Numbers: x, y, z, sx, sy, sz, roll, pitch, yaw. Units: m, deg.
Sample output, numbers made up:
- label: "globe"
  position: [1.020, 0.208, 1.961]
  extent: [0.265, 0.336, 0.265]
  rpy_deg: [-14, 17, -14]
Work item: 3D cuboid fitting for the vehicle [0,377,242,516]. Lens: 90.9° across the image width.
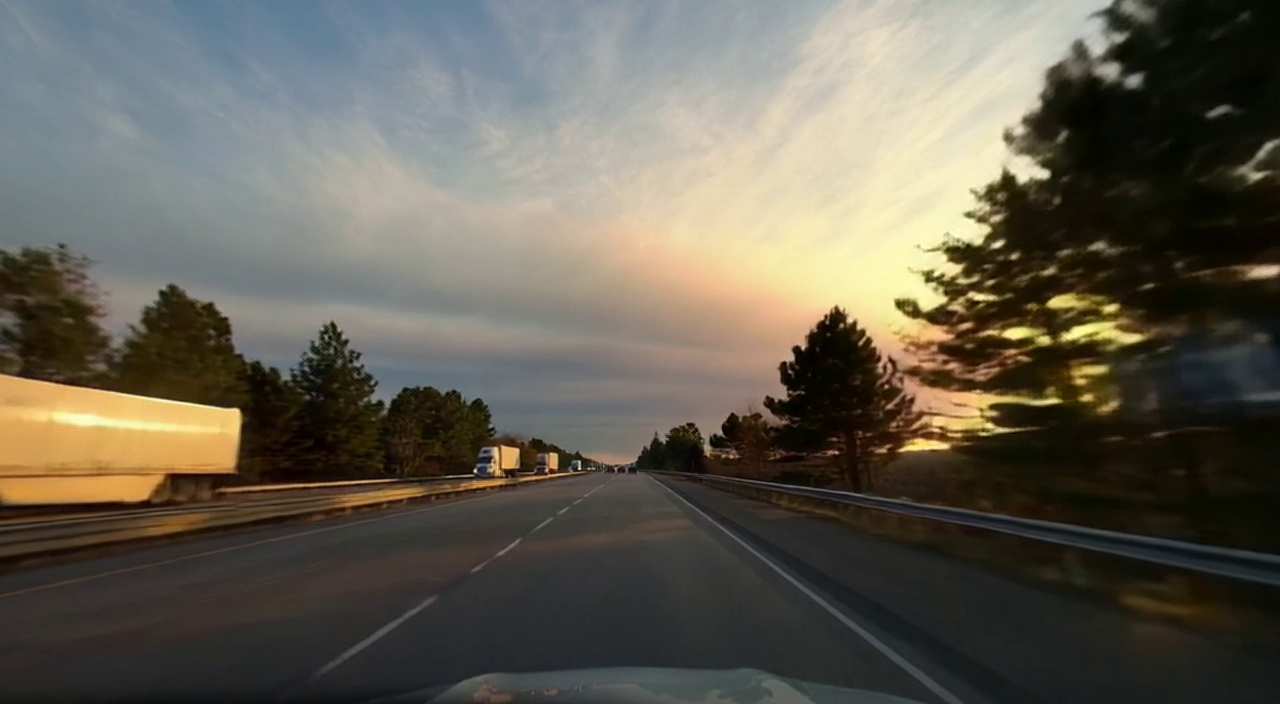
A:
- label: "vehicle"
  position: [-17.108, 3.169, 20.452]
  extent: [2.816, 3.554, 8.526]
  rpy_deg: [0, -10, -1]
